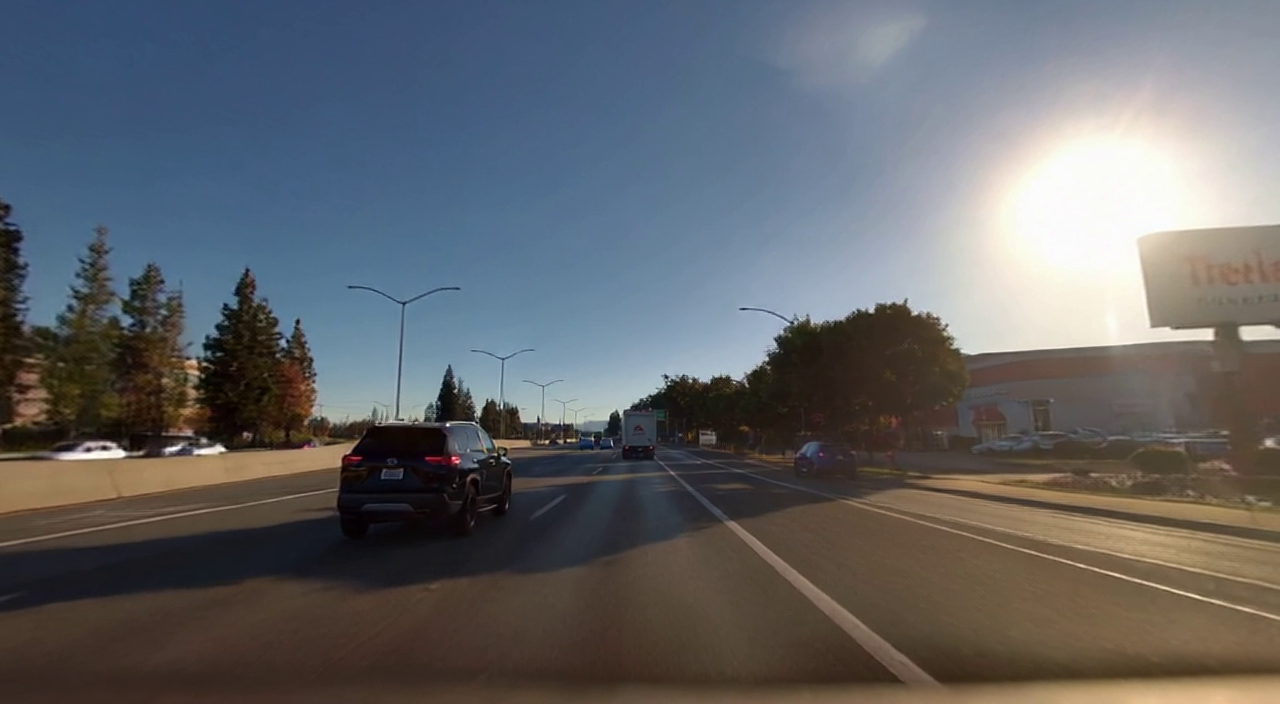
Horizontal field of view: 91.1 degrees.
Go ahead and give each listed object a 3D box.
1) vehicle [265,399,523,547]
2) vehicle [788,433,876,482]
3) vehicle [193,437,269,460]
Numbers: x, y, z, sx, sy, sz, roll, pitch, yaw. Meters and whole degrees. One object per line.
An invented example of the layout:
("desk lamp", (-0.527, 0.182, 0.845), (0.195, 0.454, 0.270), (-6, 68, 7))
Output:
("vehicle", (-3.509, 1.872, 10.313), (2.178, 1.826, 4.933), (0, -9, 1))
("vehicle", (7.228, 4.023, 24.130), (1.958, 1.681, 4.109), (0, -9, -2))
("vehicle", (-29.074, 6.882, 44.855), (2.159, 1.556, 4.729), (0, -9, 1))
